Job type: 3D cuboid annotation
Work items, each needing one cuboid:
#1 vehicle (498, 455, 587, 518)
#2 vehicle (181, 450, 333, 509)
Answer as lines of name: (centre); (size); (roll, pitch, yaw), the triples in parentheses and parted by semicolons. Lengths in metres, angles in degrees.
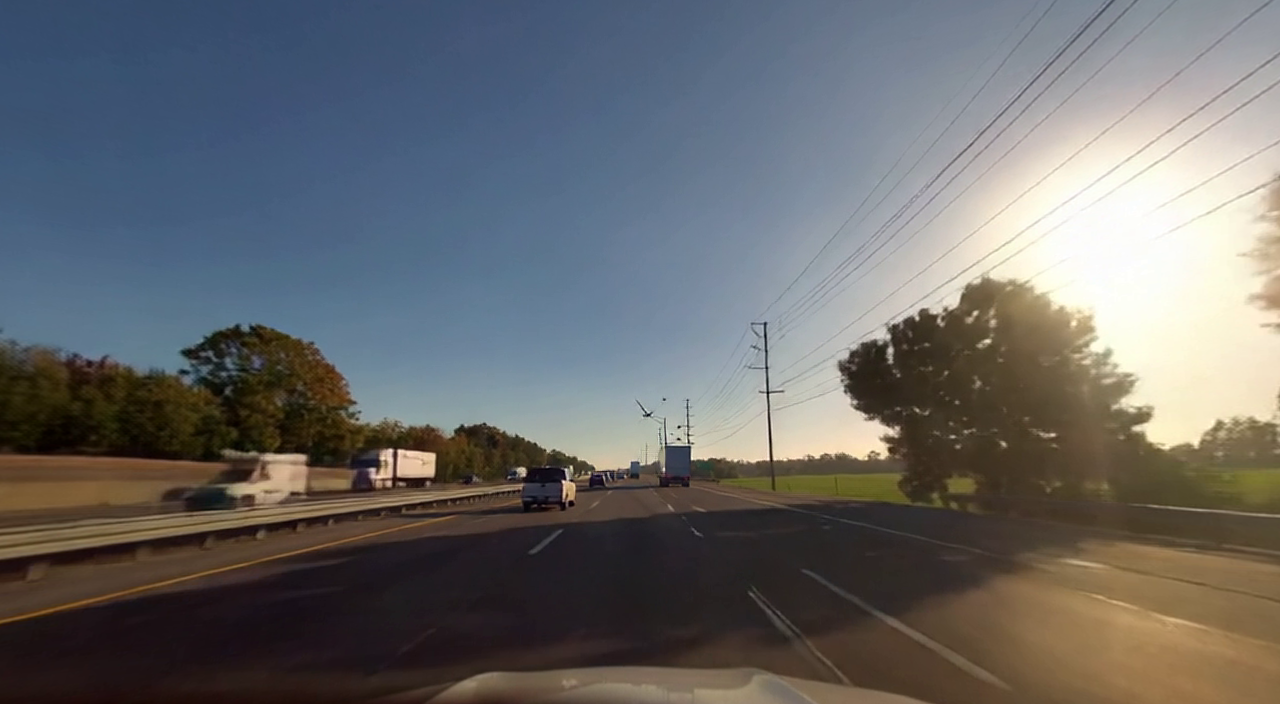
vehicle: (-2.912, 4.202, 19.946); (2.065, 1.722, 4.441); (1, -11, 0)
vehicle: (-12.135, 4.105, 20.438); (1.964, 1.656, 4.650); (1, -11, 0)
